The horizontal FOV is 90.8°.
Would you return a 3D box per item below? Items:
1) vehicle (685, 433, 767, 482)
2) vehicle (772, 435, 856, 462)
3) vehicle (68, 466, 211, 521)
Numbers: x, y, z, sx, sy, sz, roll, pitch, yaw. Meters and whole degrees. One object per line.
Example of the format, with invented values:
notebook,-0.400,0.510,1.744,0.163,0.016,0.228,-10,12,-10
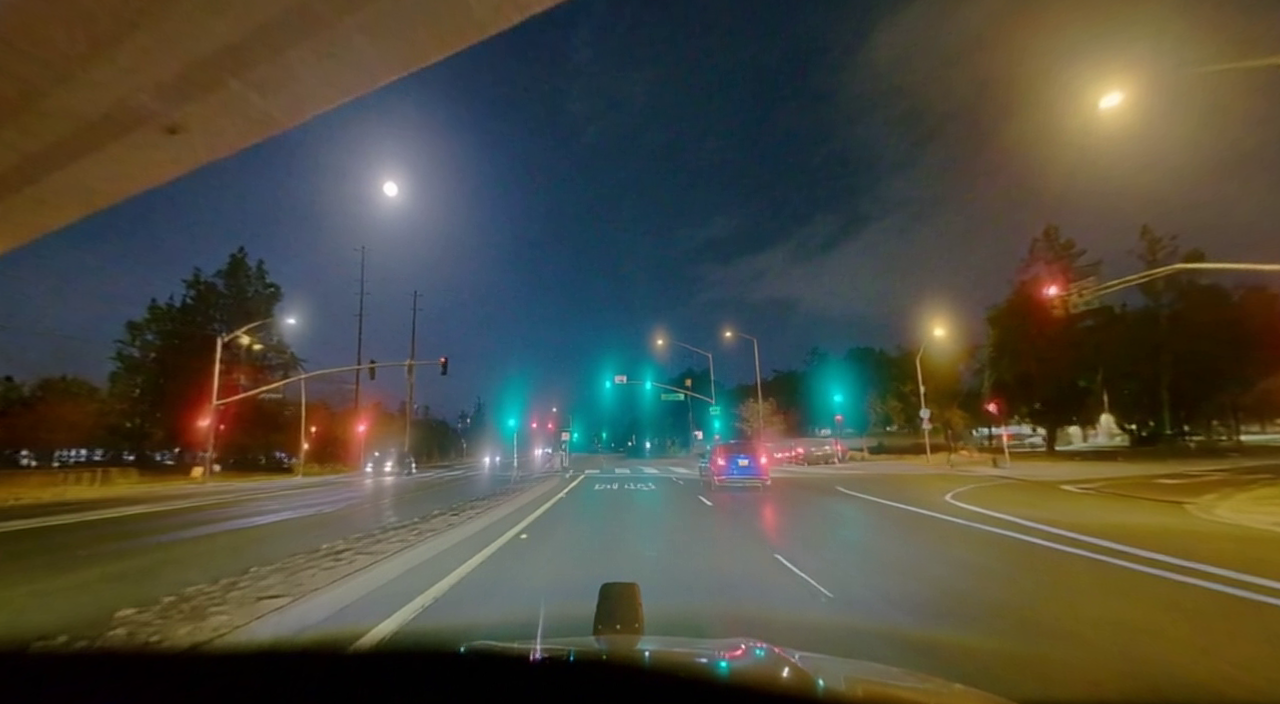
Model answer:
vehicle,2.827,3.606,21.832,2.062,1.484,4.332,0,-8,-2
vehicle,10.903,6.052,39.606,4.760,1.571,1.859,-5,-9,27
vehicle,-17.078,4.822,21.825,1.863,1.469,3.767,-1,-7,0
